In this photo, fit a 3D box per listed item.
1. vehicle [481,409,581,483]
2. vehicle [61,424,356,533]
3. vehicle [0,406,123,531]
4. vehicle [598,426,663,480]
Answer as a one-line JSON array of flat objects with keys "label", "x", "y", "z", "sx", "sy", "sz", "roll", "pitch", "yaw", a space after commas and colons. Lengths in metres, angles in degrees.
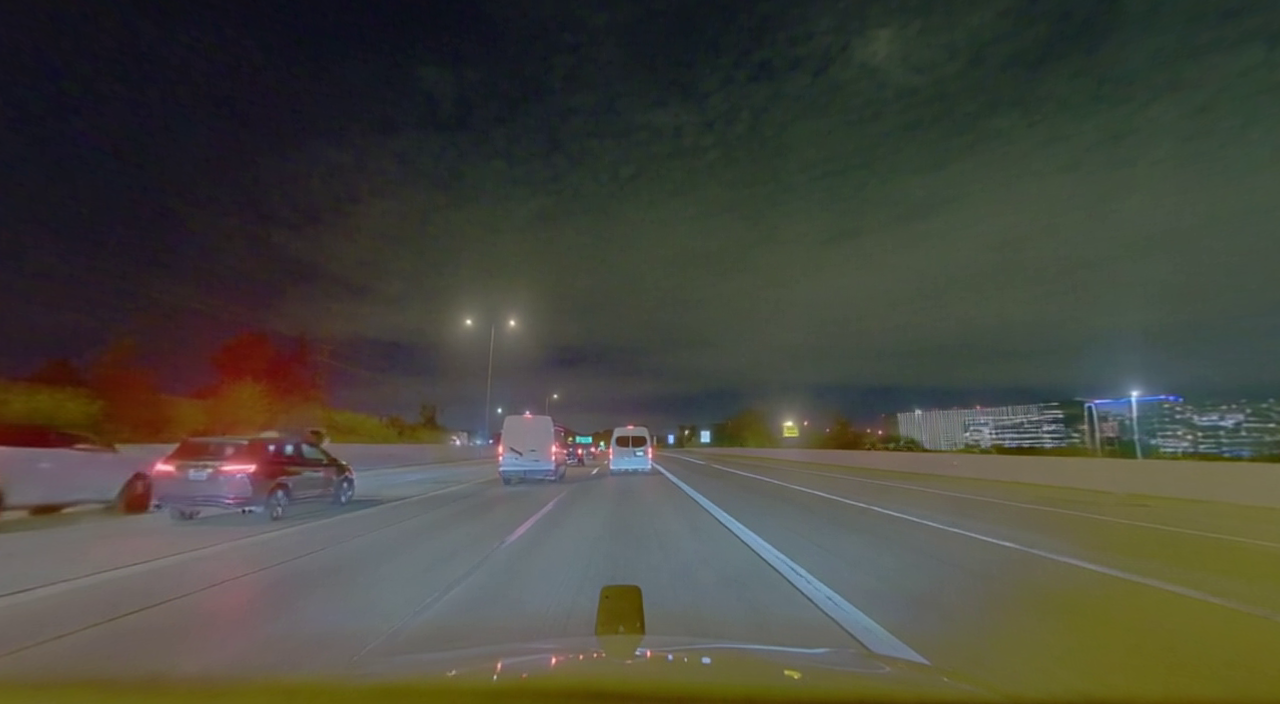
[{"label": "vehicle", "x": -3.643, "y": 3.361, "z": 22.531, "sx": 2.504, "sy": 2.276, "sz": 5.933, "roll": 0, "pitch": -9, "yaw": 0}, {"label": "vehicle", "x": -7.031, "y": 2.108, "z": 11.065, "sx": 1.959, "sy": 1.493, "sz": 4.575, "roll": 0, "pitch": -9, "yaw": 0}, {"label": "vehicle", "x": -10.323, "y": 1.626, "z": 8.738, "sx": 2.312, "sy": 1.766, "sz": 4.653, "roll": 0, "pitch": -9, "yaw": 0}, {"label": "vehicle", "x": -0.327, "y": 3.790, "z": 23.738, "sx": 2.207, "sy": 1.807, "sz": 4.199, "roll": 0, "pitch": -9, "yaw": 0}]
